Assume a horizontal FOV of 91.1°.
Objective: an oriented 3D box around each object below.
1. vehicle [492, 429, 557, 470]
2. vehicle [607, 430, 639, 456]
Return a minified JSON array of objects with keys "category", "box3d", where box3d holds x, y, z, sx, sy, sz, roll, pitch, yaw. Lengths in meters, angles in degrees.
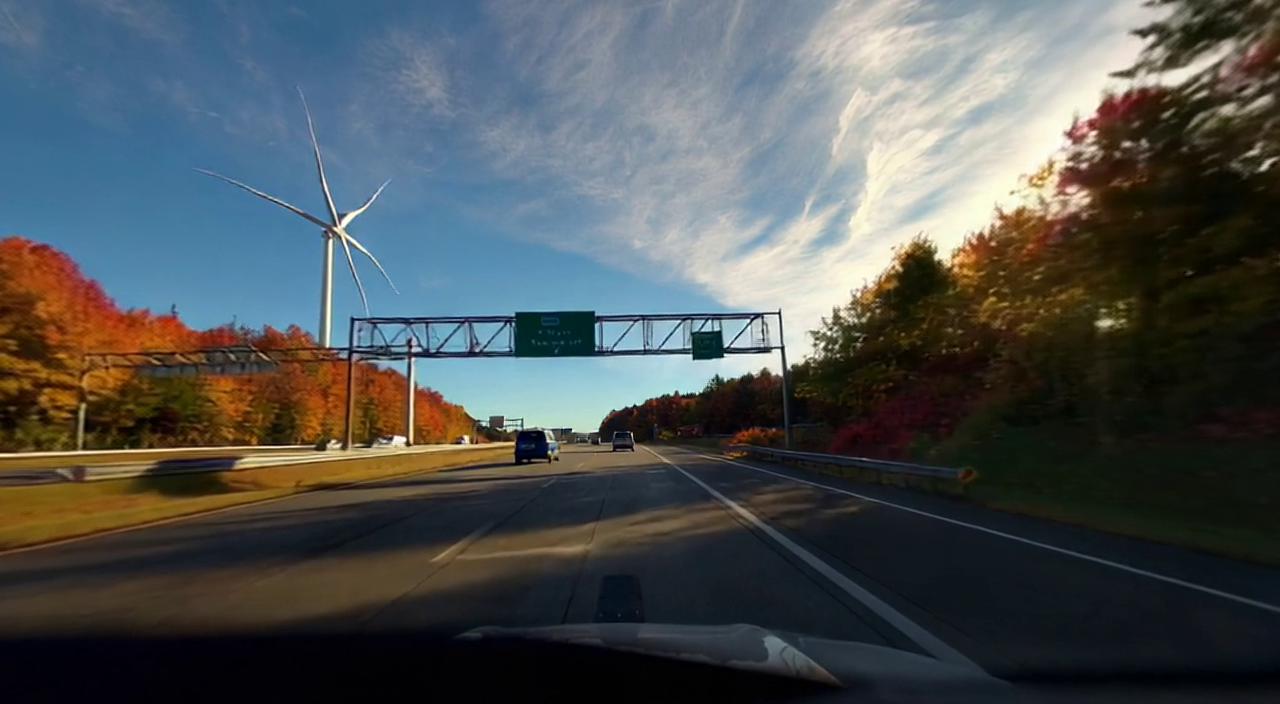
[{"category":"vehicle","box3d":[-4.944,4.227,27.491,2.062,1.622,4.153,0,-8,-1]},{"category":"vehicle","box3d":[-1.212,6.554,45.448,2.213,1.774,4.563,0,-8,-1]}]
